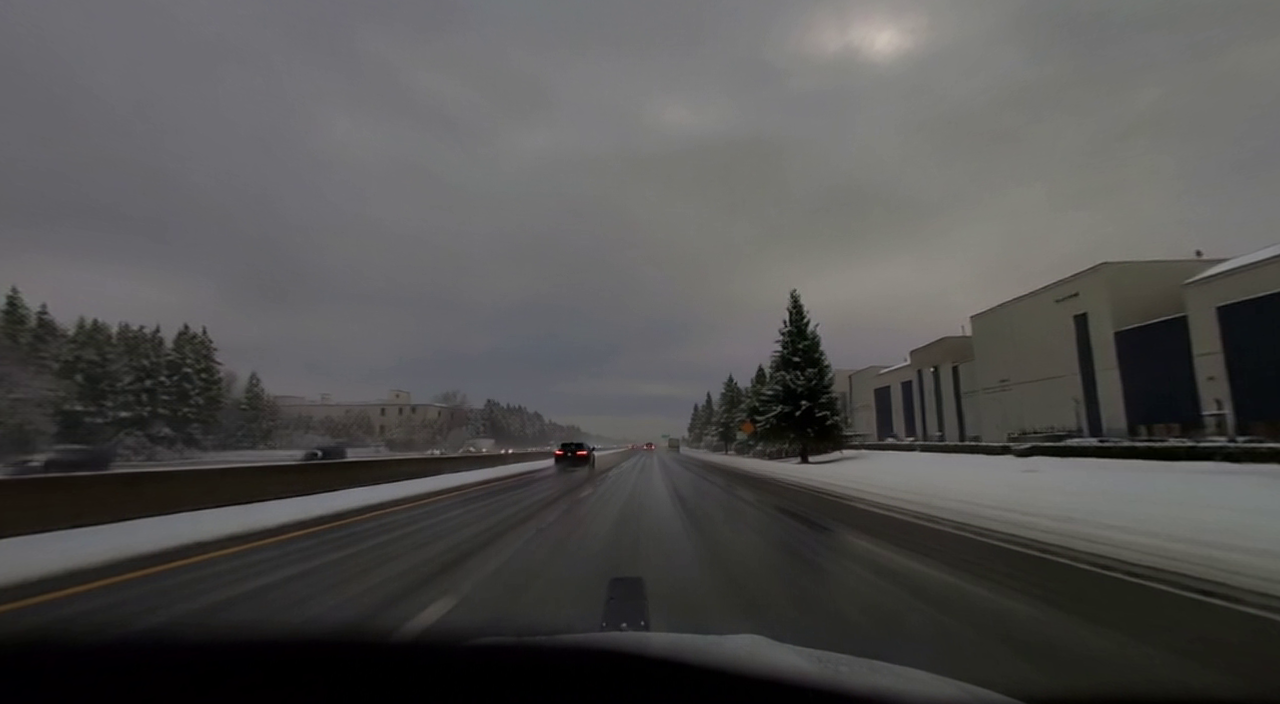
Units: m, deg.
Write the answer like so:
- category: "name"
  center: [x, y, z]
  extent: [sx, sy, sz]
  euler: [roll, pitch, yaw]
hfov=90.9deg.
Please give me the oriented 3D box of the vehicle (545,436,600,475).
- category: "vehicle"
  center: [-3.431, 5.421, 33.172]
  extent: [2.218, 1.850, 4.774]
  euler: [0, -9, 2]

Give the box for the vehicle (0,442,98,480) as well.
- category: "vehicle"
  center: [-31.843, 5.735, 33.334]
  extent: [1.965, 1.839, 4.751]
  euler: [0, -9, 1]
